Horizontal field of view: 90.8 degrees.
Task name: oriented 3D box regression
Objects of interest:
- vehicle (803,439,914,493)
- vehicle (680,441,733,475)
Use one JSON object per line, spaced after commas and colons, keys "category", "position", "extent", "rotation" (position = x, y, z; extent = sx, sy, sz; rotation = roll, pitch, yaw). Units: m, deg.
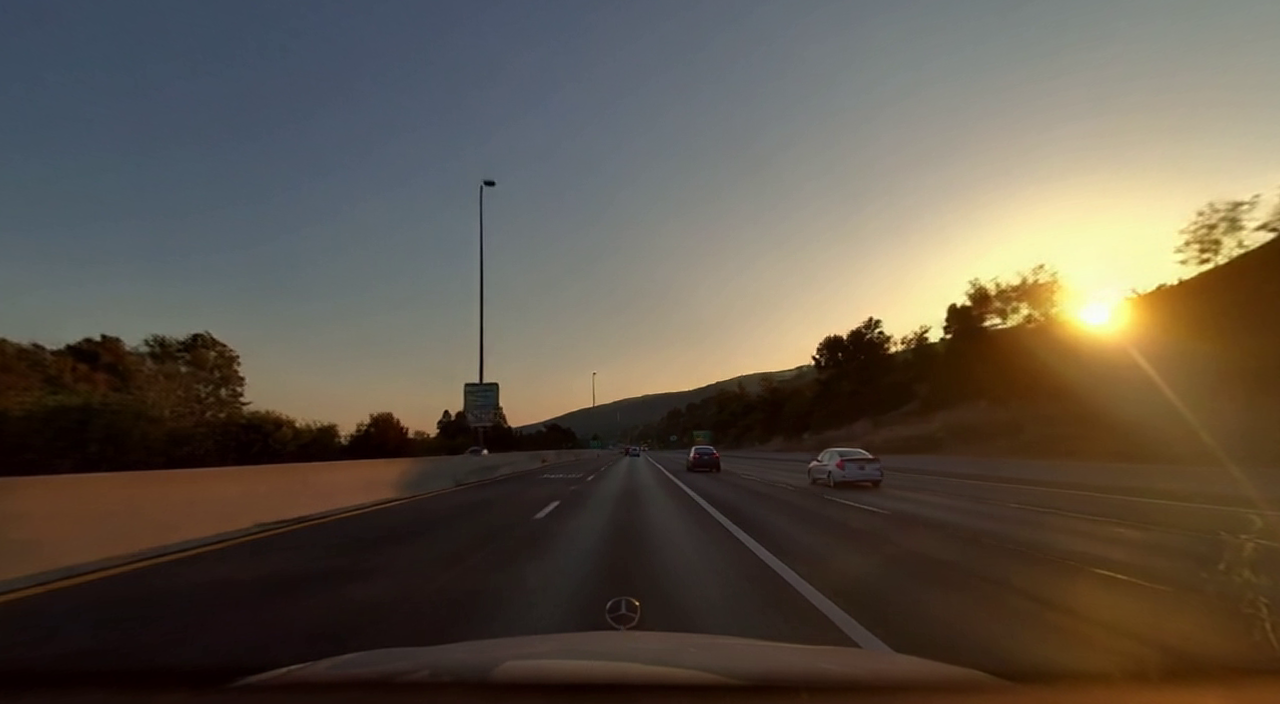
{"category": "vehicle", "position": [6.788, 3.562, 20.114], "extent": [2.038, 1.528, 3.910], "rotation": [0, -9, -1]}
{"category": "vehicle", "position": [3.229, 5.241, 31.454], "extent": [2.056, 1.553, 4.320], "rotation": [0, -9, -2]}
